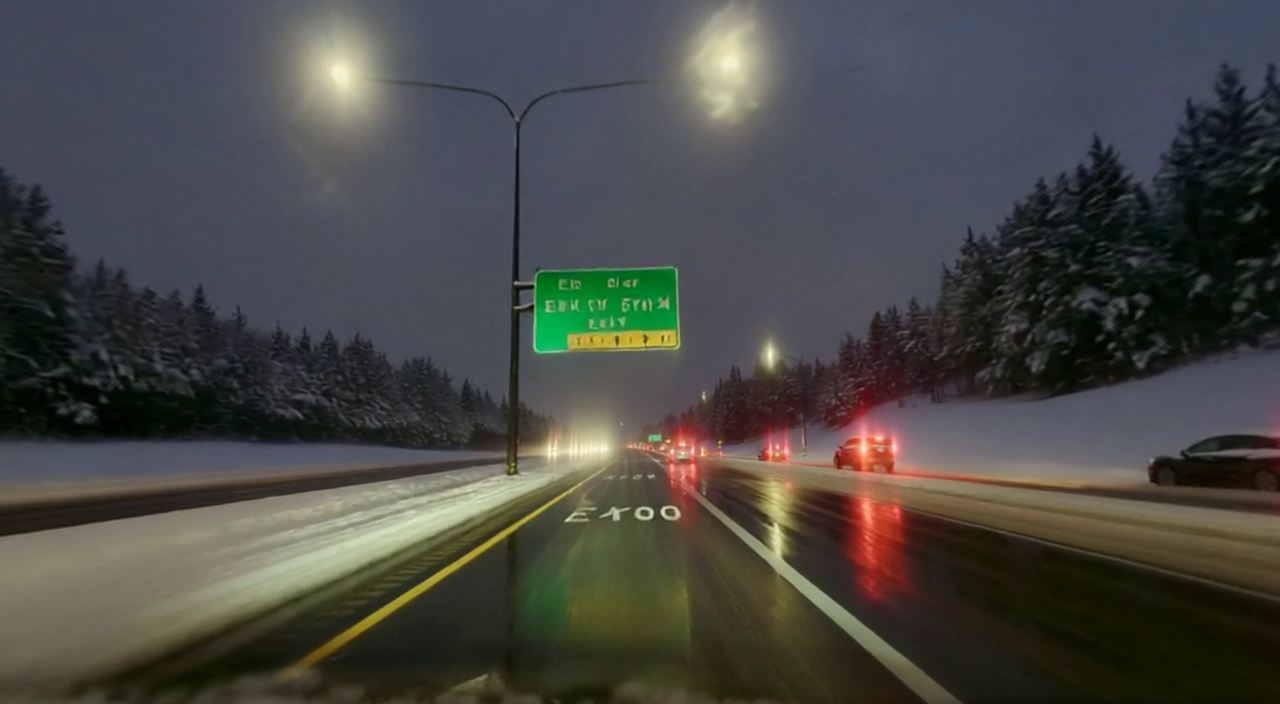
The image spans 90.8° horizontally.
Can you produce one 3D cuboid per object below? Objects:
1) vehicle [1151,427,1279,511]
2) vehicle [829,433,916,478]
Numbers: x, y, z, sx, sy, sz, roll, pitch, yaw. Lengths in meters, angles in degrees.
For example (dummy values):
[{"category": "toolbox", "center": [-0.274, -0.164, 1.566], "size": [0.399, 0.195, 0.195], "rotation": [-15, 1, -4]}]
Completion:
[{"category": "vehicle", "center": [14.146, 2.550, 13.963], "size": [1.957, 1.709, 4.387], "rotation": [0, -9, -1]}, {"category": "vehicle", "center": [10.208, 4.594, 28.138], "size": [2.098, 1.820, 4.505], "rotation": [0, -9, -1]}]
